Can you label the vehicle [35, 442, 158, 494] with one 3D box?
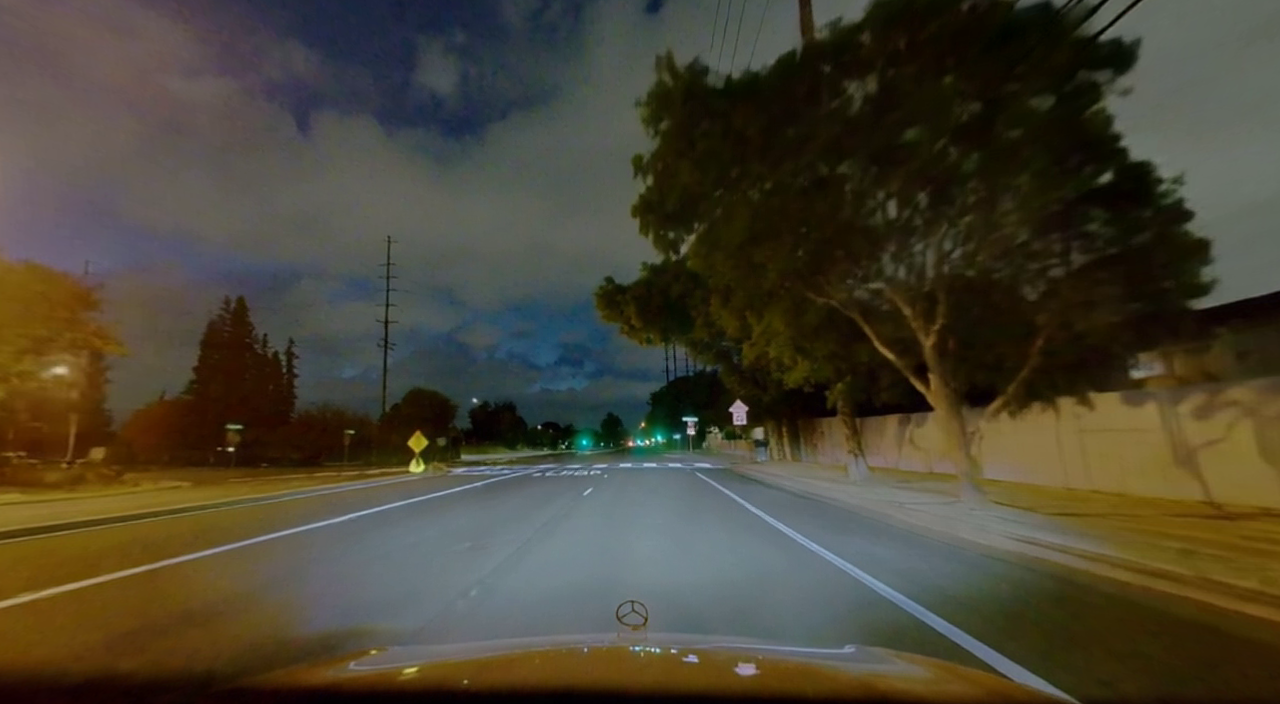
[{"bbox_3d":[-23.143,4.835,26.822,5.246,1.961,2.280,-5,-9,31],"label":"vehicle"}]
